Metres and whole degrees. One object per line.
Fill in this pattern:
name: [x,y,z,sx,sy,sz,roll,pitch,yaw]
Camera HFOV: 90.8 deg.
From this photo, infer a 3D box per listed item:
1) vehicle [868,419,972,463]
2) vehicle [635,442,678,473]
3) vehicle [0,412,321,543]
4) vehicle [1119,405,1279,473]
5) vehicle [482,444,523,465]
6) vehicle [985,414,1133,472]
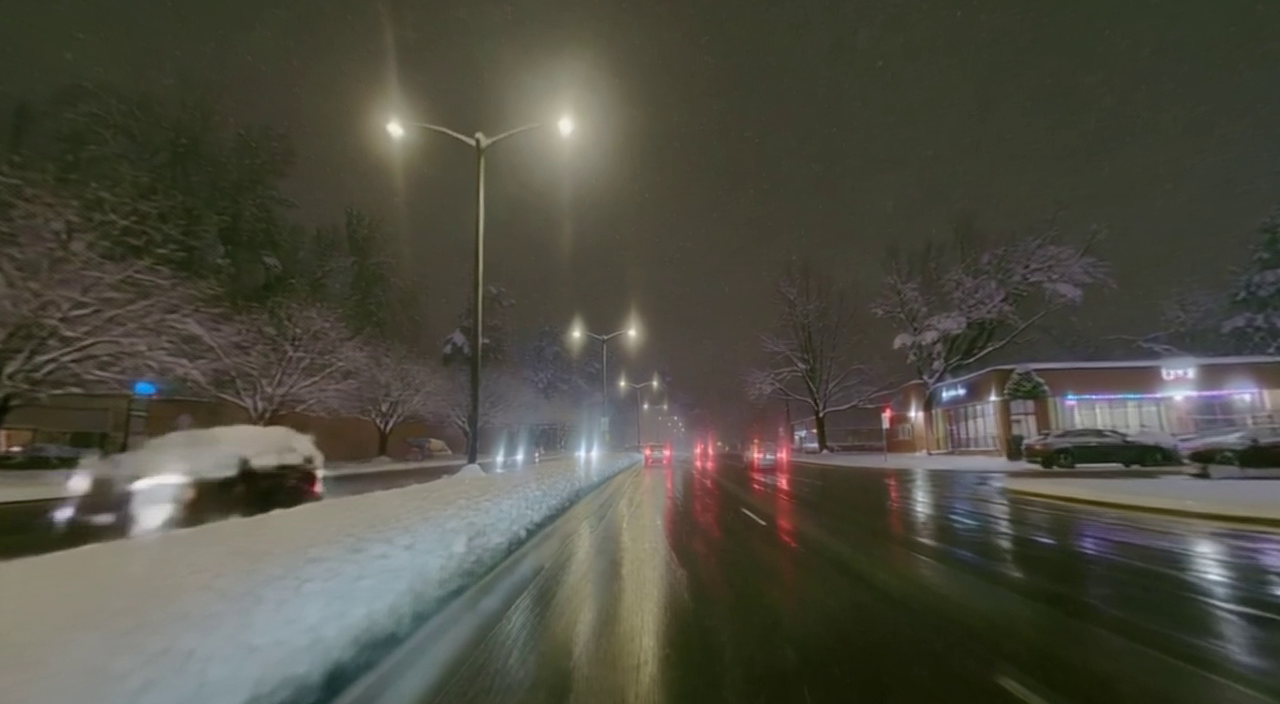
vehicle: [22.048,7.050,49.854,6.856,3.118,2.741,0,-10,-10]
vehicle: [0.886,5.446,32.876,2.095,1.456,3.873,0,-8,2]
vehicle: [-7.694,2.007,10.767,2.102,1.735,4.491,0,-8,1]
vehicle: [28.759,4.467,32.247,6.569,3.235,2.798,1,-9,-9]
vehicle: [-10.035,7.477,46.389,1.907,1.429,4.439,0,-8,2]
vehicle: [20.921,4.554,31.702,5.953,2.747,2.389,1,-8,-8]
